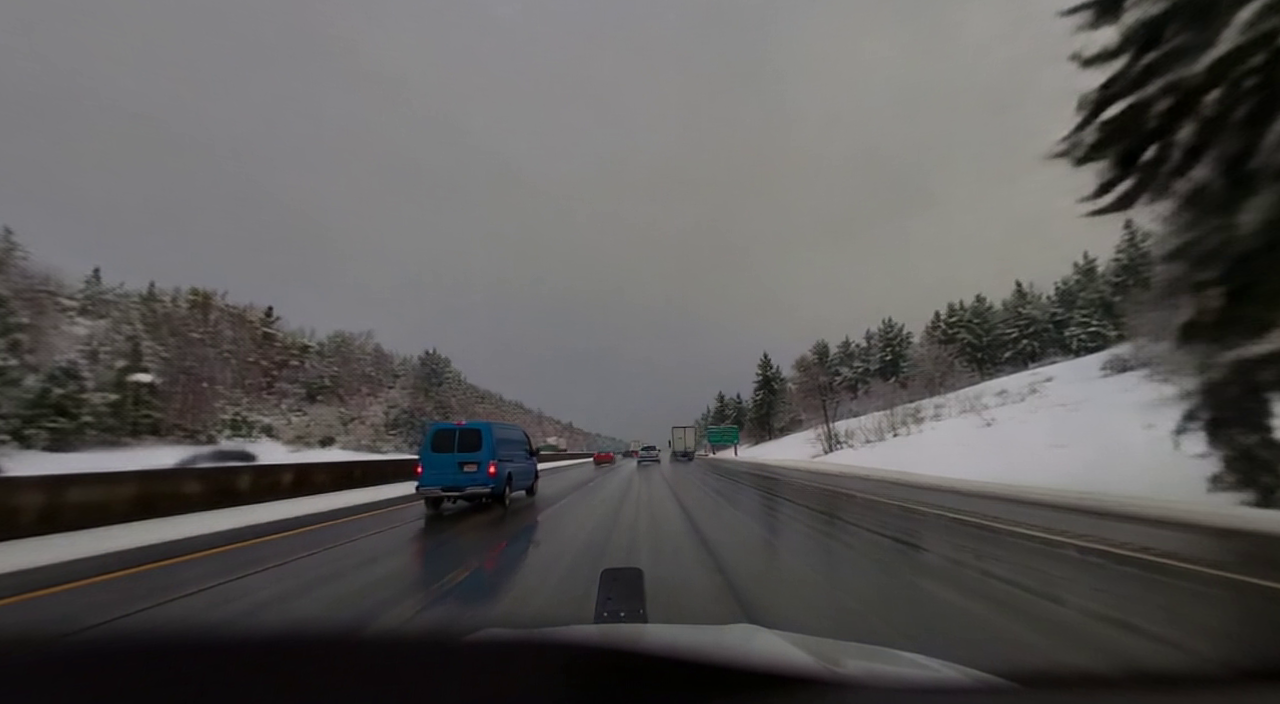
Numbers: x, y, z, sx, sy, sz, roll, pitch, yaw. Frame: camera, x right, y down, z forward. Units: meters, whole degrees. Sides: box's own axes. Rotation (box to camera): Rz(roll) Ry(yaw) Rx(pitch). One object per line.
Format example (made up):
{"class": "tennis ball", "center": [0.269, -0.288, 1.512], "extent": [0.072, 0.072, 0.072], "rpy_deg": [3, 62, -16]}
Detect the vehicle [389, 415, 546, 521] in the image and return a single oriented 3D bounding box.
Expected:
{"class": "vehicle", "center": [-3.687, 2.616, 14.682], "extent": [2.167, 1.991, 5.062], "rpy_deg": [-1, -9, 1]}

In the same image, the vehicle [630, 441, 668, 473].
{"class": "vehicle", "center": [0.522, 6.469, 39.053], "extent": [2.209, 1.825, 4.036], "rpy_deg": [-1, -9, 1]}
